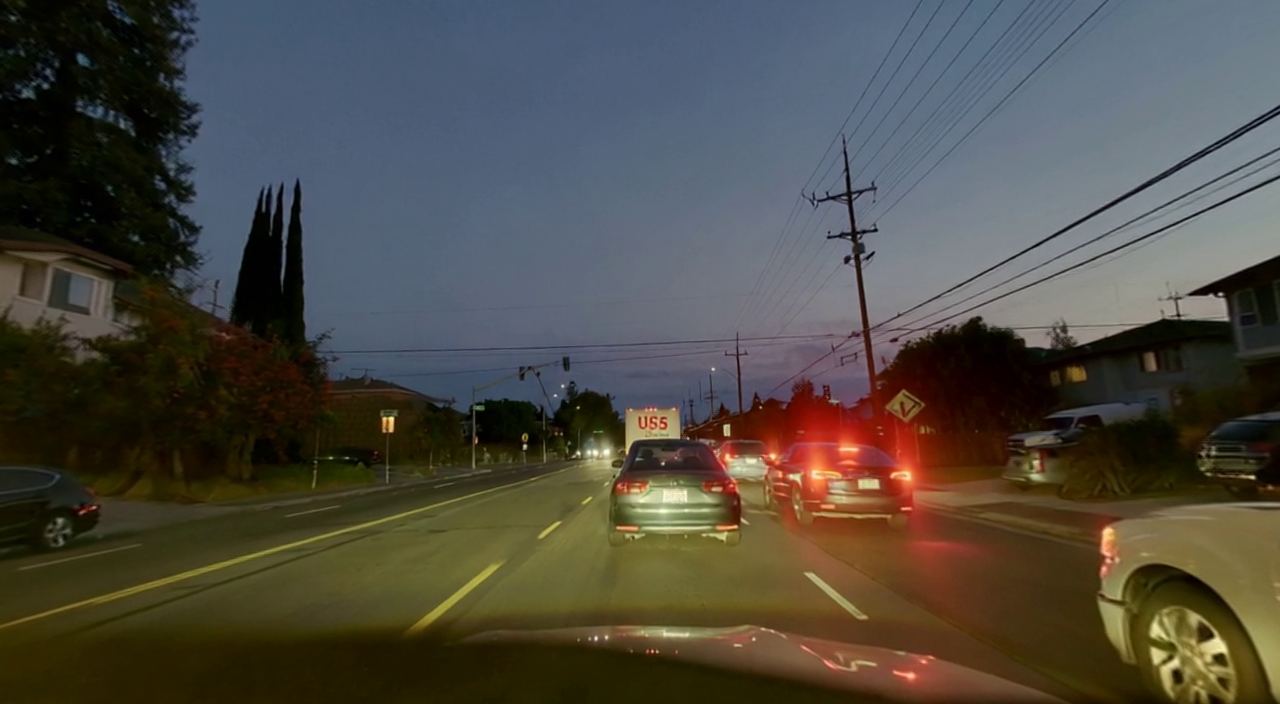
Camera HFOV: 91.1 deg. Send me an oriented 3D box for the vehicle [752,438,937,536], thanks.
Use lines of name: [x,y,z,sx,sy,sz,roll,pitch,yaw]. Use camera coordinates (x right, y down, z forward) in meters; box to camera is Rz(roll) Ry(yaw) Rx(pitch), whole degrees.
vehicle: [3.546,2.411,11.928,1.993,1.479,4.487,0,-8,0]

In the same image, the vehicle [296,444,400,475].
vehicle: [-17.469,6.435,37.676,5.274,1.793,1.921,0,-8,2]

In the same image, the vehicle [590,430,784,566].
vehicle: [0.524,1.965,9.273,2.158,1.499,4.377,0,-8,0]

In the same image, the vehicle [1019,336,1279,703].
vehicle: [3.315,0.675,1.336,2.069,1.722,4.888,0,-8,2]

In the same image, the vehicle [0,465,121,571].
vehicle: [-10.344,2.415,8.858,1.925,1.482,4.753,0,-8,1]
